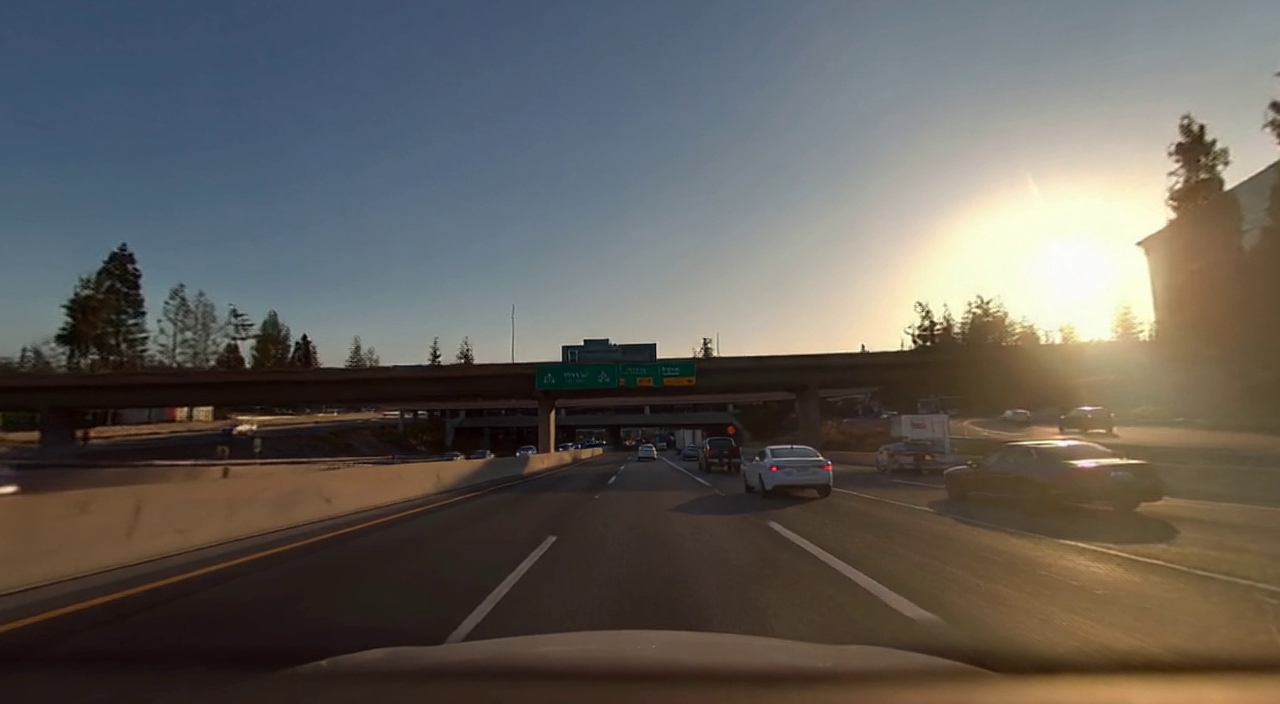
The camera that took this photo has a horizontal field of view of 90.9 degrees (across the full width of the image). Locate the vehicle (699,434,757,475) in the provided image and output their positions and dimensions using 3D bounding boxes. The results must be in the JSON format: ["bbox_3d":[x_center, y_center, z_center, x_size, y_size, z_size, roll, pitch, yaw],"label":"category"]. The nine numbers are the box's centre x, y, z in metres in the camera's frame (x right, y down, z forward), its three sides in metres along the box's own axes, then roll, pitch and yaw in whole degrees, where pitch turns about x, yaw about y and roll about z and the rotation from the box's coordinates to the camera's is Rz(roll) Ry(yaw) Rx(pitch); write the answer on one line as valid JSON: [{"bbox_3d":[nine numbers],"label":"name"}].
[{"bbox_3d":[4.286,5.068,31.408,2.086,1.858,4.737,0,-8,-1],"label":"vehicle"}]

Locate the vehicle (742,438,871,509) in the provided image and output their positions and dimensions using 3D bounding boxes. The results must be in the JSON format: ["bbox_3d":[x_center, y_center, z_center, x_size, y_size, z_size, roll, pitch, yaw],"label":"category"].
[{"bbox_3d":[3.858,2.892,15.537,1.902,1.481,4.451,0,-8,-1],"label":"vehicle"}]

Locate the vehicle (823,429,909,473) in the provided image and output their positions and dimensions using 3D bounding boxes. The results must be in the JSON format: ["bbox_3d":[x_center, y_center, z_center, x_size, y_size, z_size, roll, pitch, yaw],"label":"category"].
[{"bbox_3d":[11.158,4.948,31.694,2.193,2.025,5.606,0,-8,0],"label":"vehicle"}]

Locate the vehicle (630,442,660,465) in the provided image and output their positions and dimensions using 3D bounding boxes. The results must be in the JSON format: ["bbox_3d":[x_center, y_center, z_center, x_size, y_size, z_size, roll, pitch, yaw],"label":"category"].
[{"bbox_3d":[0.368,7.613,47.609,2.124,1.639,4.122,0,-8,0],"label":"vehicle"}]

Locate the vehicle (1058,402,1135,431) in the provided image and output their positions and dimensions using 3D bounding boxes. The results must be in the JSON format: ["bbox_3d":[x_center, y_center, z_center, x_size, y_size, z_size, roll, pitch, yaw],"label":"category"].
[{"bbox_3d":[33.083,4.760,45.906,2.131,1.840,4.870,-1,-8,4],"label":"vehicle"}]

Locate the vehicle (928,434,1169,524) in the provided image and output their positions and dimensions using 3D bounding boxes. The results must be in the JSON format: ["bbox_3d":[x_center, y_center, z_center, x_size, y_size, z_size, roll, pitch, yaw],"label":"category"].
[{"bbox_3d":[7.792,2.424,12.678,1.919,1.476,4.303,0,-8,-1],"label":"vehicle"}]
